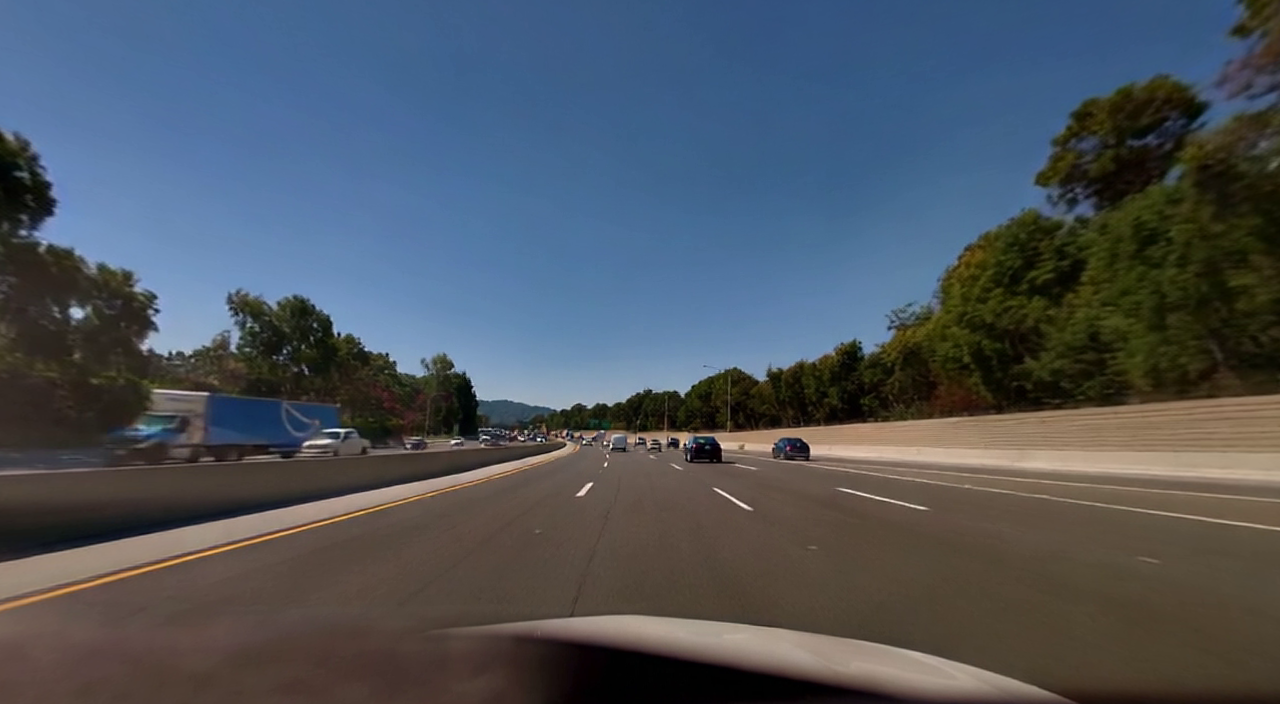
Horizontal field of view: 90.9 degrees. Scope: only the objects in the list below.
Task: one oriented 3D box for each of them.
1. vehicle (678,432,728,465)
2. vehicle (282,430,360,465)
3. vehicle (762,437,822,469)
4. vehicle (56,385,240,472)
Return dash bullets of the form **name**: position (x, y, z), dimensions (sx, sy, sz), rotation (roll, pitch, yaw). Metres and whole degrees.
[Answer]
- **vehicle**: position (3.519, 5.495, 35.857), dimensions (2.141, 1.732, 4.279), rotation (0, -8, -3)
- **vehicle**: position (-18.247, 5.480, 36.335), dimensions (2.088, 1.852, 4.748), rotation (-1, -8, -2)
- **vehicle**: position (7.410, 4.974, 31.204), dimensions (1.798, 1.473, 4.077), rotation (0, -8, -2)
- **vehicle**: position (-25.349, 4.119, 33.311), dimensions (3.052, 3.978, 8.328), rotation (-1, -8, -1)
